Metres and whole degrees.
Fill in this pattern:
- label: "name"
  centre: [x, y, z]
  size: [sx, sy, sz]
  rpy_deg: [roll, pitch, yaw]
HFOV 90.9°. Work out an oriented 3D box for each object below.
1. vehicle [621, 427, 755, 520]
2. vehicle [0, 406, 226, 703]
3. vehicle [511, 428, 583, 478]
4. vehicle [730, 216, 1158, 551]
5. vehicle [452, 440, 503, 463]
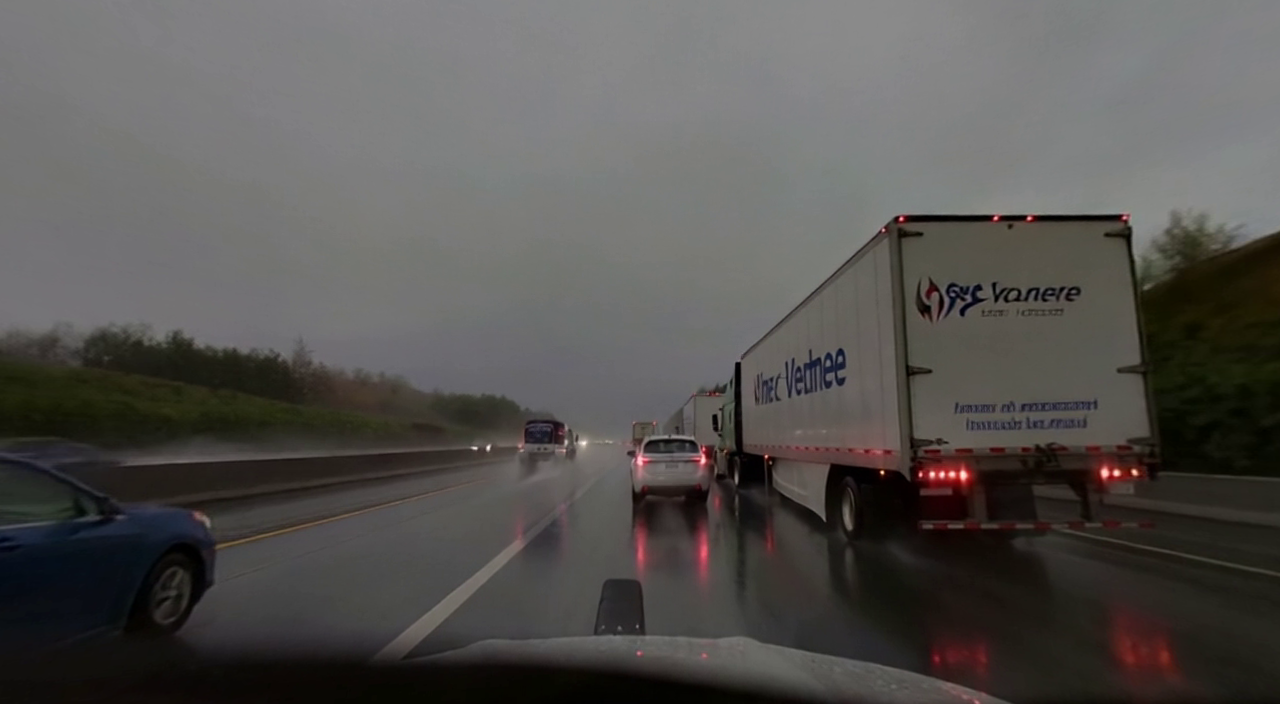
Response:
- label: "vehicle"
  centre: [0.762, 2.289, 12.528]
  size: [2.200, 1.495, 4.282]
  rpy_deg: [0, -8, -1]
- label: "vehicle"
  centre: [-4.284, 0.928, 2.504]
  size: [2.100, 1.491, 4.676]
  rpy_deg: [0, -8, 0]
- label: "vehicle"
  centre: [-3.434, 3.817, 24.186]
  size: [2.006, 1.729, 4.447]
  rpy_deg: [0, -8, 1]
- label: "vehicle"
  centre: [4.617, 1.275, 14.784]
  size: [2.883, 4.070, 14.423]
  rpy_deg: [0, -8, 0]
- label: "vehicle"
  centre: [-10.793, 6.617, 42.216]
  size: [2.037, 1.397, 4.817]
  rpy_deg: [0, -8, 1]
